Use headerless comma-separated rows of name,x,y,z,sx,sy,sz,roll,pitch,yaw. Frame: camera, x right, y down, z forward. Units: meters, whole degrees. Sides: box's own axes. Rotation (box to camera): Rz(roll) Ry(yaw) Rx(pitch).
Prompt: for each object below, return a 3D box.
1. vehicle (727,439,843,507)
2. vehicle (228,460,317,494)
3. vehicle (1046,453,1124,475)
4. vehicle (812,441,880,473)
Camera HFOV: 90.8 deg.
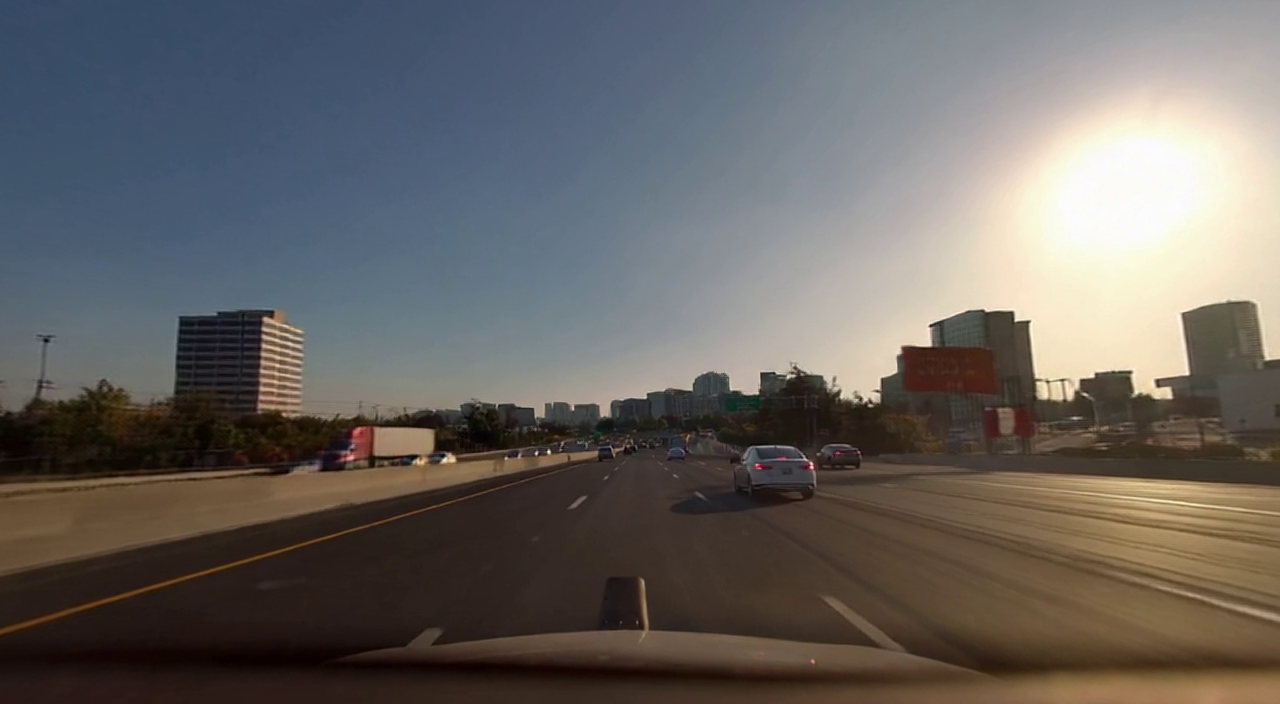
vehicle,3.572,3.057,16.403,1.961,1.504,4.094,0,-9,-1
vehicle,-17.960,6.104,31.131,1.774,1.448,4.340,0,-9,0
vehicle,34.184,8.602,48.682,1.968,1.610,4.771,2,-9,-12
vehicle,10.754,5.505,33.297,2.019,1.529,4.385,0,-9,-1
